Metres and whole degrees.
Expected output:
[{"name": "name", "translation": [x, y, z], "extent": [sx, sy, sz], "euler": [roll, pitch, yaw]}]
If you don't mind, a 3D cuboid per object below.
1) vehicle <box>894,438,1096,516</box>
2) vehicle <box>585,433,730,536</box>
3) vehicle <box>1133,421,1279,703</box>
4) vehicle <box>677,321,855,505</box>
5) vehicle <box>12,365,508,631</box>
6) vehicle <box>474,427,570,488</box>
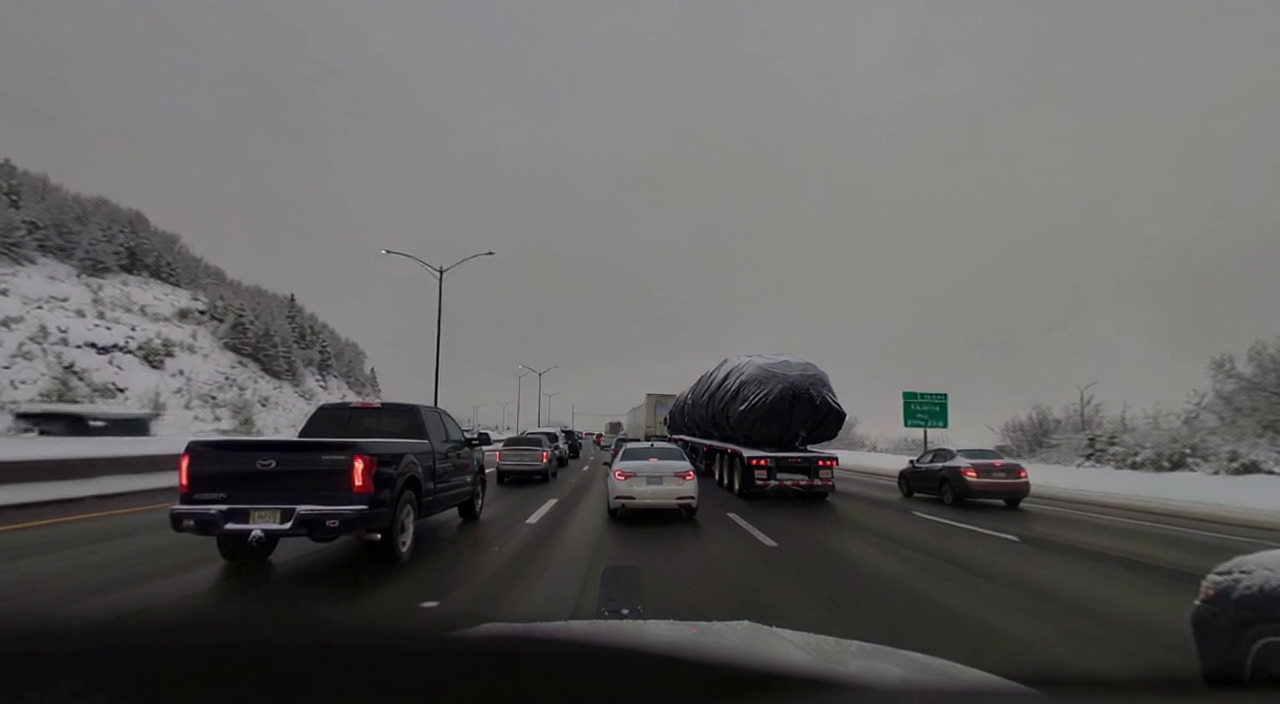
[{"name": "vehicle", "translation": [7.754, 2.733, 14.378], "extent": [2.092, 1.495, 4.194], "euler": [0, -8, -1]}, {"name": "vehicle", "translation": [0.207, 2.214, 11.189], "extent": [2.105, 1.471, 3.978], "euler": [0, -8, -1]}, {"name": "vehicle", "translation": [3.594, 0.751, 0.759], "extent": [2.169, 1.447, 4.817], "euler": [0, -8, 1]}, {"name": "vehicle", "translation": [3.119, 2.106, 19.597], "extent": [2.759, 4.098, 10.906], "euler": [0, -8, -3]}, {"name": "vehicle", "translation": [-3.288, 1.422, 7.272], "extent": [2.318, 1.902, 5.374], "euler": [0, -8, 1]}, {"name": "vehicle", "translation": [-3.825, 3.536, 21.508], "extent": [2.348, 1.821, 5.061], "euler": [0, -8, -1]}]
